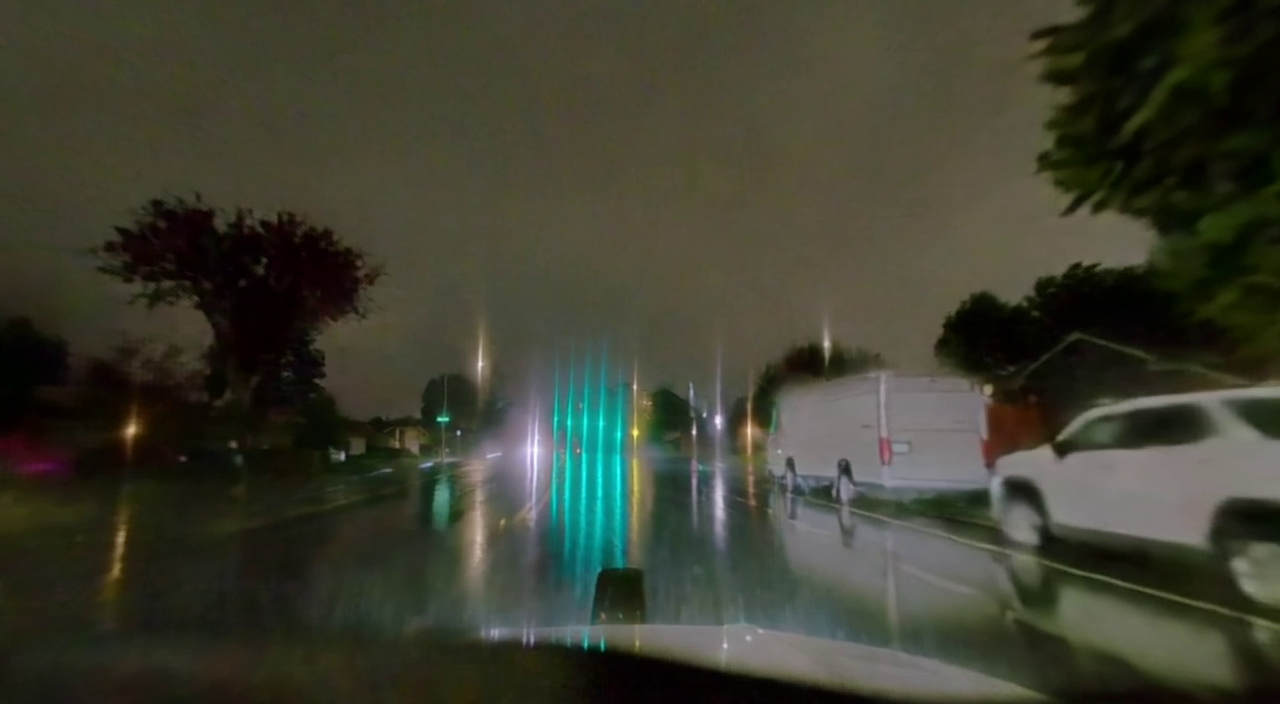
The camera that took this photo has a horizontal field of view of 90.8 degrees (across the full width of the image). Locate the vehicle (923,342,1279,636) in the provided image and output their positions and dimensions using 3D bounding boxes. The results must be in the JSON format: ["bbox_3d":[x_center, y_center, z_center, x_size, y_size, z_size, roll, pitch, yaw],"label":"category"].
[{"bbox_3d":[5.894,1.265,6.593,2.670,2.085,6.775,0,-8,-1],"label":"vehicle"}]

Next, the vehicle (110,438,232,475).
[{"bbox_3d":[-25.998,5.785,35.222,4.975,1.847,2.096,0,-8,-13],"label":"vehicle"}]
